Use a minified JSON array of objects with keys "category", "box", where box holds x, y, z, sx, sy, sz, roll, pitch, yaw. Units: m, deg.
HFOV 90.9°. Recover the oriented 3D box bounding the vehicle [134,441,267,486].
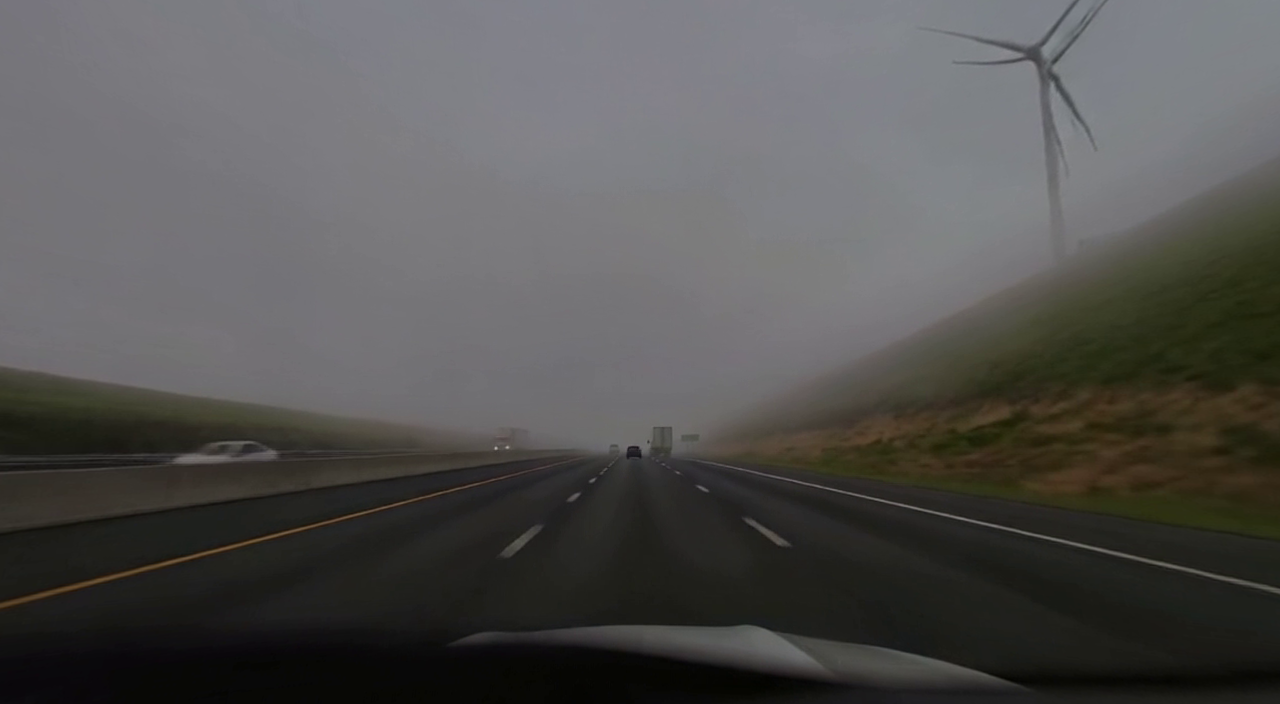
[{"category":"vehicle","box":[-15.505,3.933,22.559,1.822,1.440,4.160,0,-8,-1]}]
